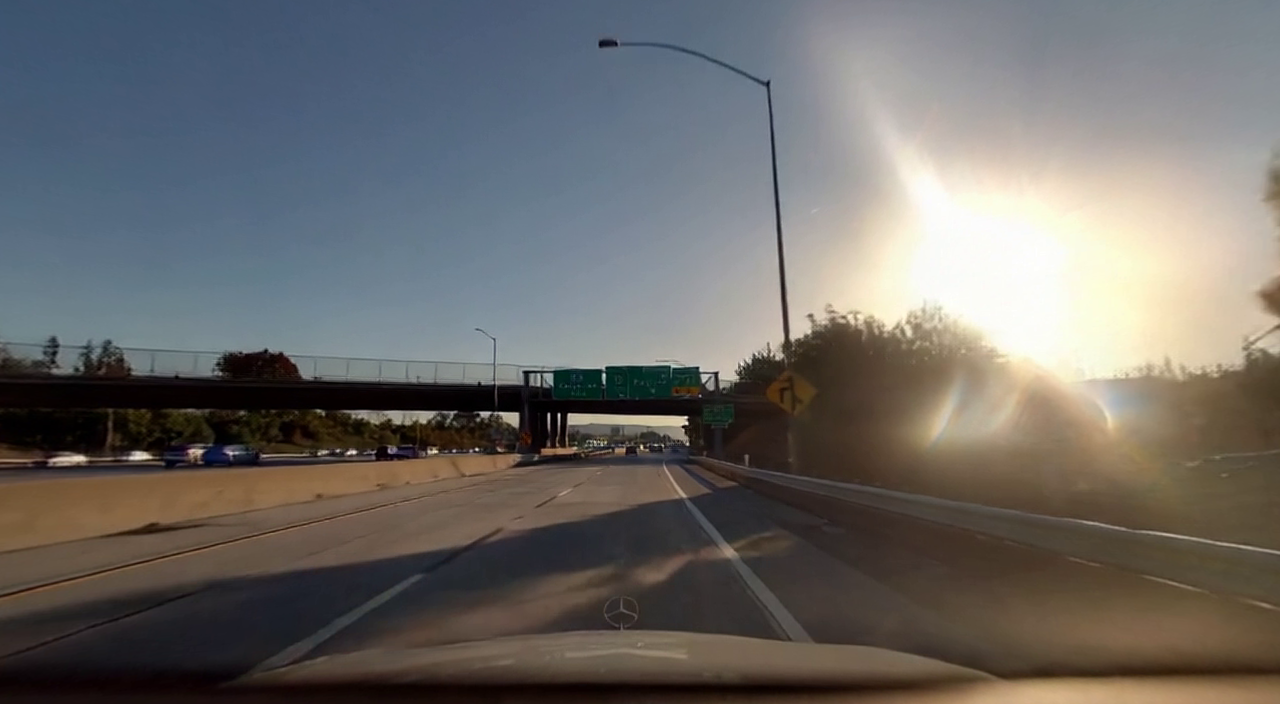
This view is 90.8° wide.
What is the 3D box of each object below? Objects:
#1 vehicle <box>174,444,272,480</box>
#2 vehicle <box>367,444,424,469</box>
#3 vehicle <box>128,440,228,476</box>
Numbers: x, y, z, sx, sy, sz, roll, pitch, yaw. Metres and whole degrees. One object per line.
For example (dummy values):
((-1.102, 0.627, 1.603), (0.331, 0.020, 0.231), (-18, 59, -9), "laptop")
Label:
((-19.486, 5.141, 29.808), (1.829, 1.520, 4.505), (1, -9, -5), "vehicle")
((-16.072, 6.900, 41.748), (2.271, 1.537, 4.029), (0, -9, -3), "vehicle")
((-23.618, 5.420, 32.562), (2.049, 1.718, 4.445), (1, -9, -5), "vehicle")
